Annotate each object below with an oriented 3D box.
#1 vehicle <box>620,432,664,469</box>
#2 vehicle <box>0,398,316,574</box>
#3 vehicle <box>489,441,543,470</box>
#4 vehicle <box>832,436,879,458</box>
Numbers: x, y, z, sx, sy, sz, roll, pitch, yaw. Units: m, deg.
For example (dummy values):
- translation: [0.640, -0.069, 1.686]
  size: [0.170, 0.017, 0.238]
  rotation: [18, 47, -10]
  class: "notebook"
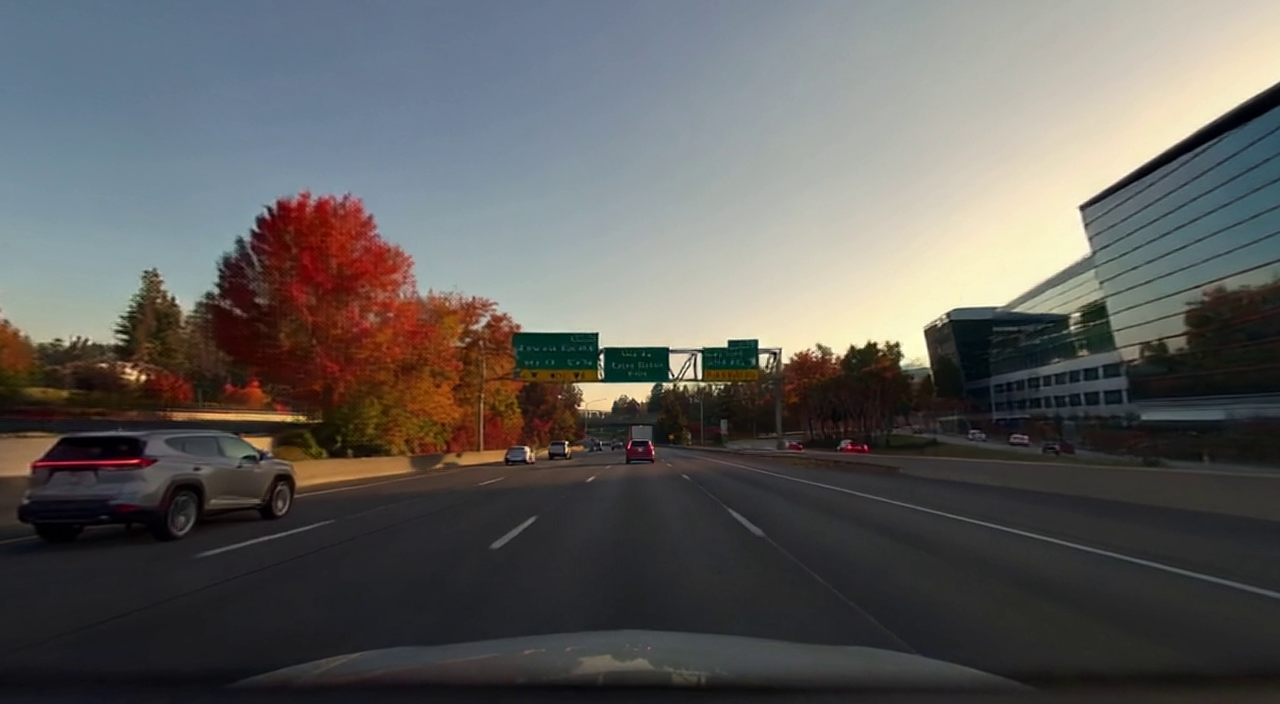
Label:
- translation: [0.094, 5.388, 34.583]
  size: [2.245, 1.863, 4.801]
  rotation: [0, -8, 0]
  class: "vehicle"
- translation: [-7.126, 1.779, 9.170]
  size: [2.146, 1.834, 4.999]
  rotation: [0, -8, 0]
  class: "vehicle"
- translation: [-6.885, 5.823, 35.501]
  size: [2.074, 1.495, 4.643]
  rotation: [0, -8, 0]
  class: "vehicle"
- translation: [16.942, 7.509, 49.751]
  size: [2.019, 1.657, 4.582]
  rotation: [0, -9, -1]
  class: "vehicle"
